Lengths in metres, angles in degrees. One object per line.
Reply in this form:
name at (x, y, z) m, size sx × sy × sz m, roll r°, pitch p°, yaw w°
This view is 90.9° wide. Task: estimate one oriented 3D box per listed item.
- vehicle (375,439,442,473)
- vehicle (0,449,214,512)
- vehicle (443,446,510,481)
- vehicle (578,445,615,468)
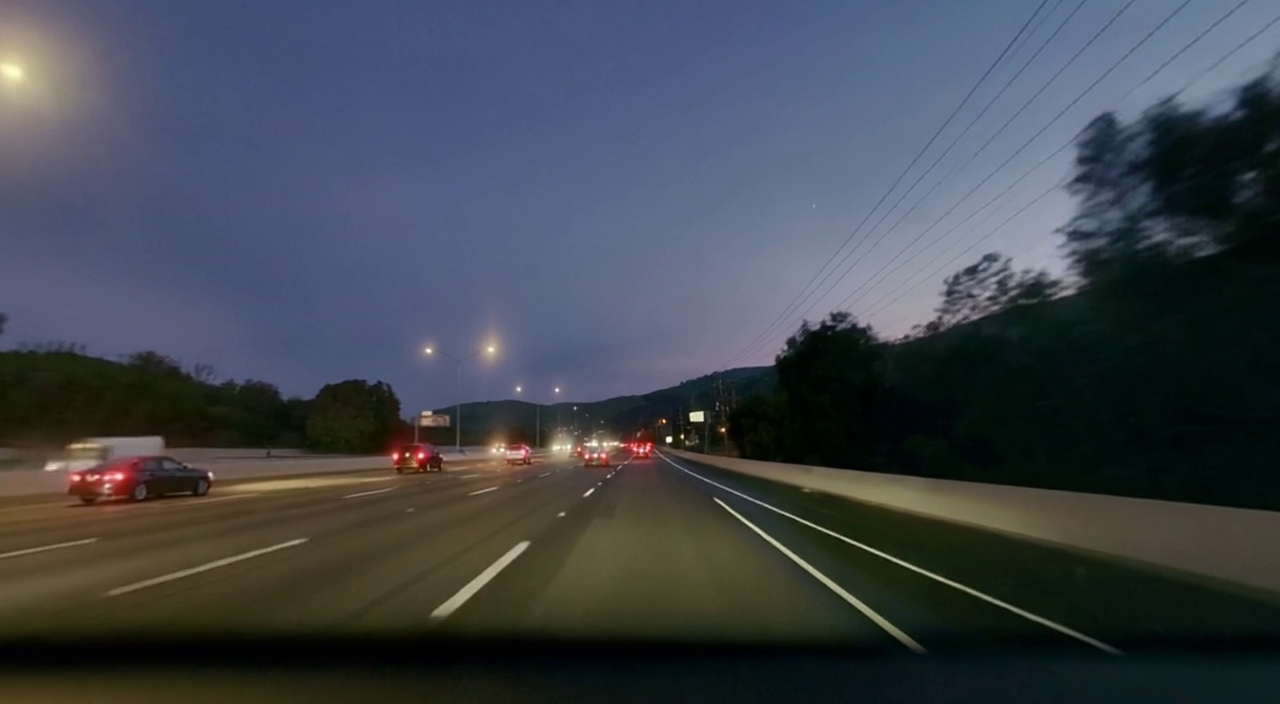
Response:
vehicle at (-14.368, 6.493, 39.462) m, size 2.172 × 1.946 × 5.017 m, roll 0°, pitch -9°, yaw 1°
vehicle at (-14.364, 3.403, 17.302) m, size 1.885 × 1.474 × 4.849 m, roll 0°, pitch -9°, yaw 1°
vehicle at (-7.401, 5.053, 28.934) m, size 1.899 × 1.472 × 4.202 m, roll 0°, pitch -9°, yaw 1°
vehicle at (-2.792, 6.845, 41.418) m, size 2.064 × 1.446 × 4.409 m, roll 0°, pitch -9°, yaw 1°
